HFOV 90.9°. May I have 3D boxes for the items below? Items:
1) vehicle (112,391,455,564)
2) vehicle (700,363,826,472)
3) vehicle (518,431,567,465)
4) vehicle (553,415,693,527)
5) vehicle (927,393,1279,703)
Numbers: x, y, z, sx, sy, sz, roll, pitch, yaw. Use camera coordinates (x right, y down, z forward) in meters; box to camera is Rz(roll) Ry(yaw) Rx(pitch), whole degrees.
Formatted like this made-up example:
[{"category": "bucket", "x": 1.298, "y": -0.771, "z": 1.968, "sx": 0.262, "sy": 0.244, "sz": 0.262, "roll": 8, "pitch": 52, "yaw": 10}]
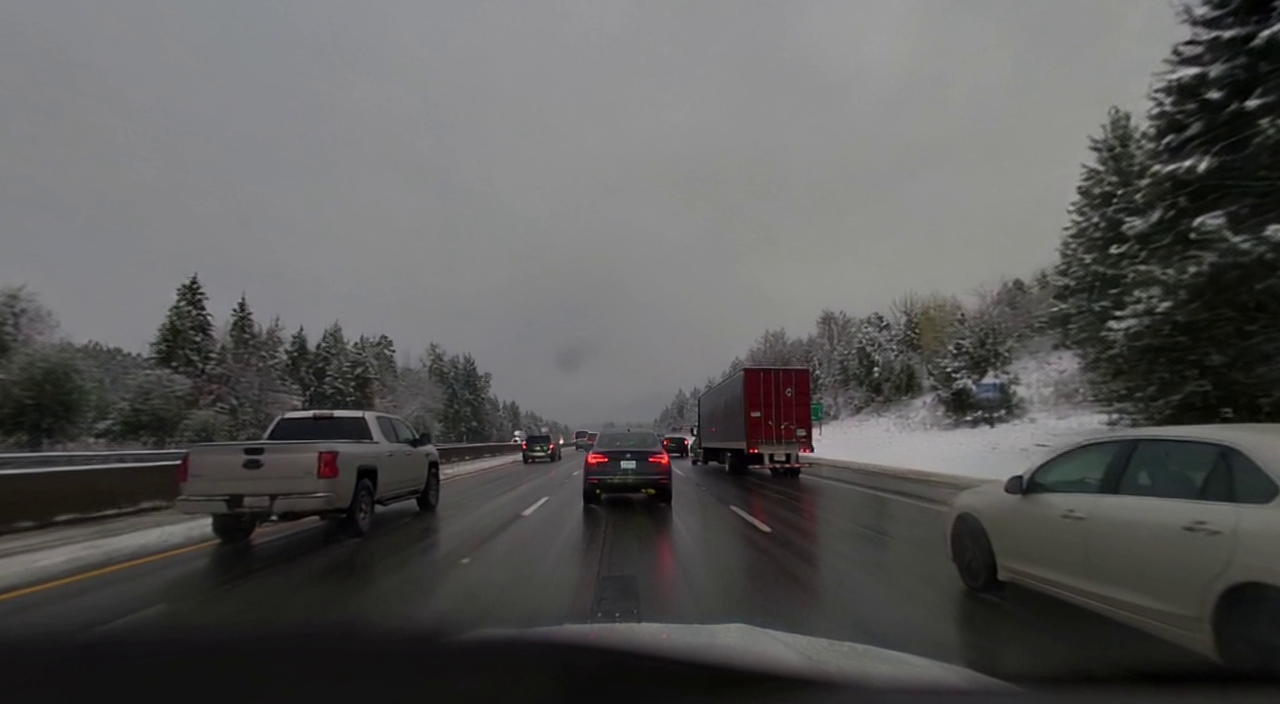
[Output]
[{"category": "vehicle", "x": -4.360, "y": 1.611, "z": 8.884, "sx": 2.101, "sy": 1.767, "sz": 4.702, "roll": 0, "pitch": -8, "yaw": -1}, {"category": "vehicle", "x": 5.352, "y": 3.433, "z": 31.029, "sx": 2.888, "sy": 4.135, "sz": 14.071, "roll": 0, "pitch": -8, "yaw": -2}, {"category": "vehicle", "x": -5.010, "y": 4.975, "z": 32.913, "sx": 1.971, "sy": 1.648, "sz": 3.983, "roll": 0, "pitch": -8, "yaw": 0}, {"category": "vehicle", "x": -0.293, "y": 2.037, "z": 11.368, "sx": 2.083, "sy": 1.647, "sz": 3.799, "roll": 0, "pitch": -8, "yaw": -2}, {"category": "vehicle", "x": 3.554, "y": 1.049, "z": 3.561, "sx": 1.951, "sy": 1.477, "sz": 3.963, "roll": 0, "pitch": -8, "yaw": 0}]
